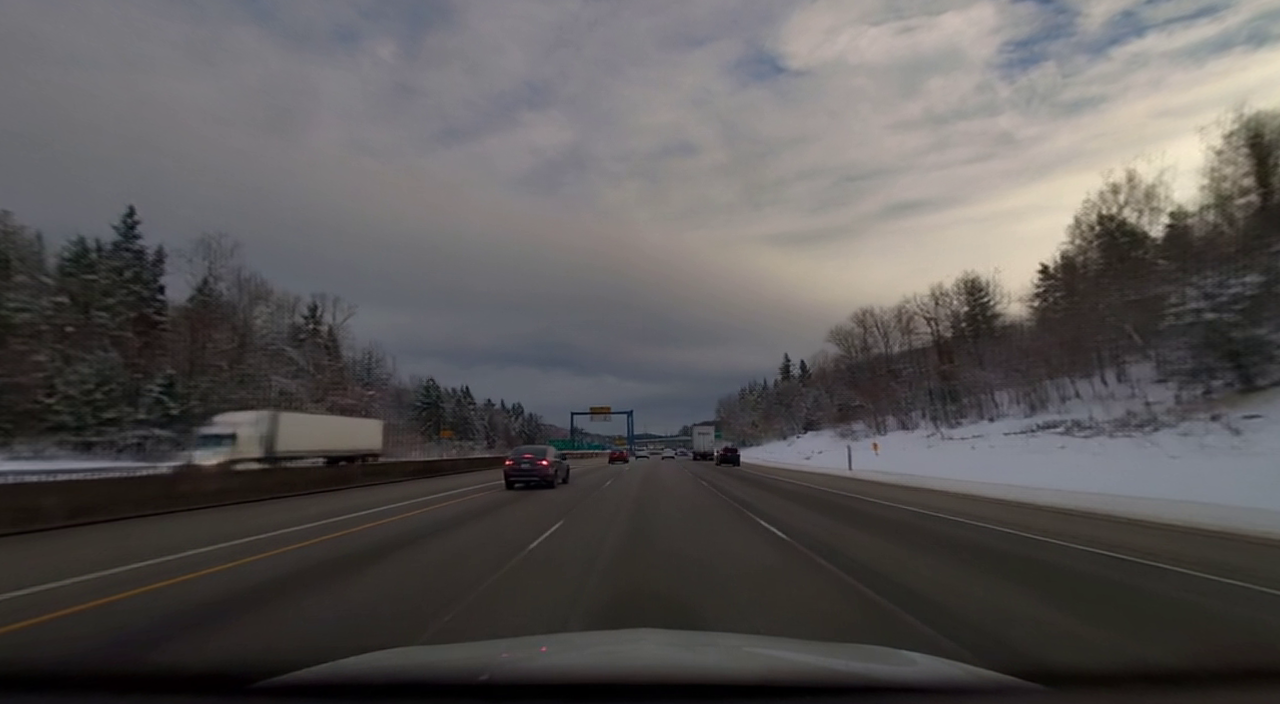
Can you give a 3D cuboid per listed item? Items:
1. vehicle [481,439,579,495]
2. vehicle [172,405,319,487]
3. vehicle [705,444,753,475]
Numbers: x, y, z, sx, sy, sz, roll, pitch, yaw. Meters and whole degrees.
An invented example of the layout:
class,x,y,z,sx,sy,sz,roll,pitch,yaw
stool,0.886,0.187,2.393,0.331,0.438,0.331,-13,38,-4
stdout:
class,x,y,z,sx,sy,sz,roll,pitch,yaw
vehicle,-3.329,3.613,20.132,2.085,1.530,4.809,0,-9,2
vehicle,-18.817,4.576,30.600,3.027,3.574,5.837,0,-9,2
vehicle,4.904,5.974,35.253,2.176,1.598,3.878,0,-9,1
